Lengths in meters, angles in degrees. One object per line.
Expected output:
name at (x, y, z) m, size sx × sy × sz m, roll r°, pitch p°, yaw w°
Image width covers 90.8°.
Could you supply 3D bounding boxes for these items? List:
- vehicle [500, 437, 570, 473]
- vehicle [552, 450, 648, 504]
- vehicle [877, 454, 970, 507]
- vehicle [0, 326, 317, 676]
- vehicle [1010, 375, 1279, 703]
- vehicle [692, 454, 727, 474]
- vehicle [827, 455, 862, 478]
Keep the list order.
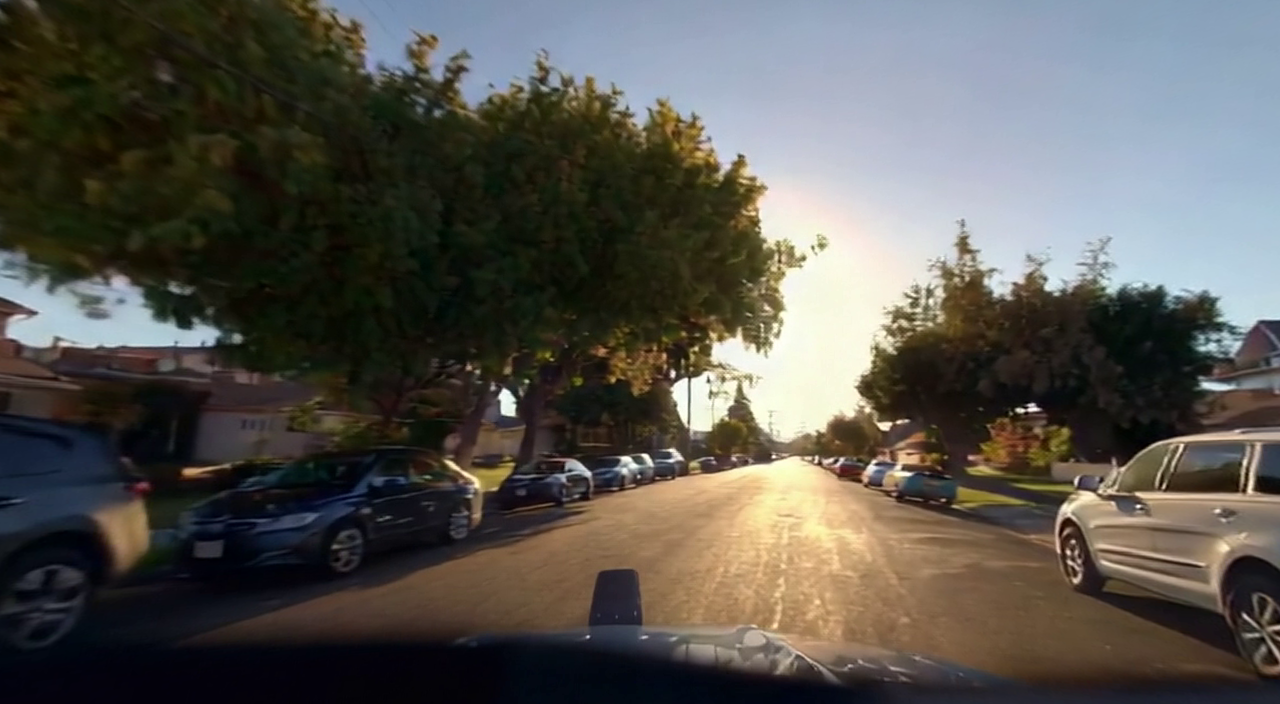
vehicle at (-5.856, 5.845, 36.057) m, size 2.232 × 1.836 × 5.443 m, roll -1°, pitch -9°, yaw 10°
vehicle at (-1.137, 3.953, 20.585) m, size 1.897 × 1.523 × 4.626 m, roll -2°, pitch -9°, yaw 13°
vehicle at (9.582, 4.308, 21.746) m, size 1.870 × 1.536 × 4.568 m, roll -1°, pitch -9°, yaw 11°
vehicle at (-4.886, 0.829, 3.397) m, size 2.385 × 1.967 × 5.971 m, roll -2°, pitch -7°, yaw 10°
vehicle at (5.247, 1.340, 5.165) m, size 2.226 × 1.928 × 5.339 m, roll -2°, pitch -9°, yaw 13°
vehicle at (5.502, 8.793, 49.841) m, size 1.960 × 1.460 × 4.425 m, roll -2°, pitch -10°, yaw 16°
vehicle at (15.820, 8.861, 49.124) m, size 2.310 × 1.527 × 4.705 m, roll 0°, pitch -8°, yaw 14°
